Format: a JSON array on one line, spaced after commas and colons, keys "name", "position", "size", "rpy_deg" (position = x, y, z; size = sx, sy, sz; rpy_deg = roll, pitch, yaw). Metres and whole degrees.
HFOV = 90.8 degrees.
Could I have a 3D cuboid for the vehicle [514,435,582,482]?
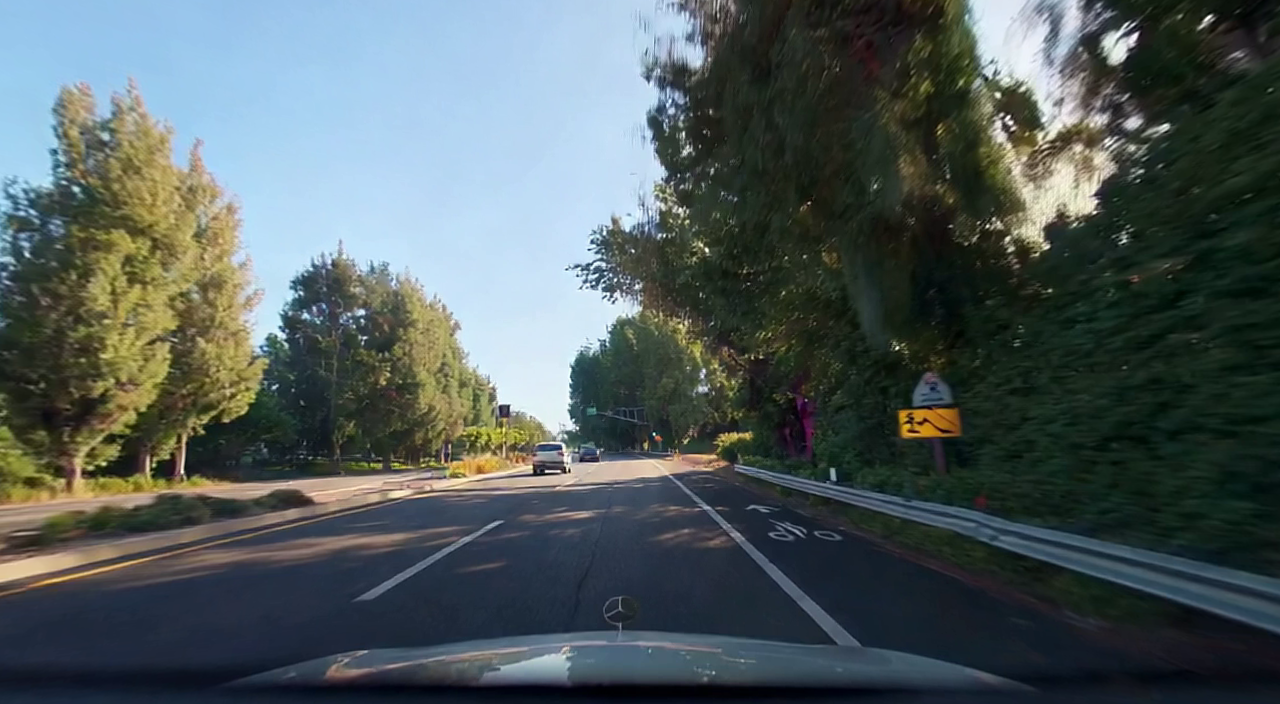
[{"name": "vehicle", "position": [-4.004, 4.743, 28.483], "size": [2.246, 1.885, 5.275], "rpy_deg": [0, -9, 0]}]
